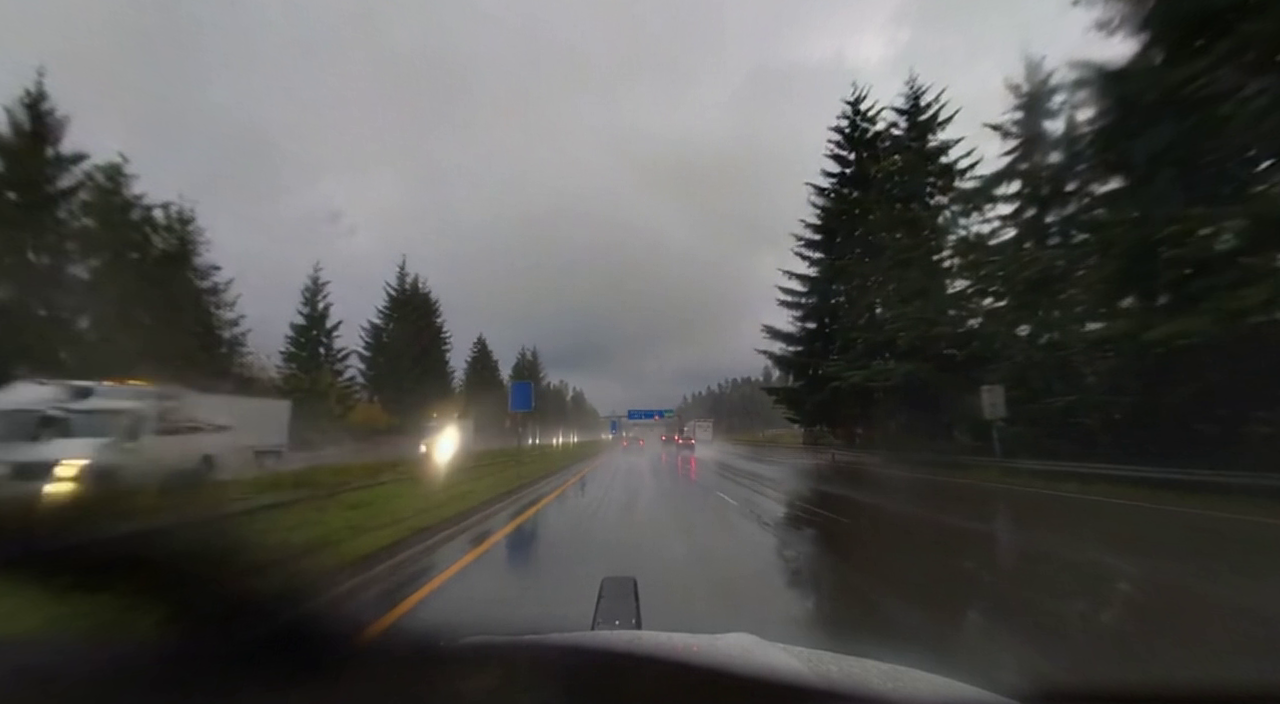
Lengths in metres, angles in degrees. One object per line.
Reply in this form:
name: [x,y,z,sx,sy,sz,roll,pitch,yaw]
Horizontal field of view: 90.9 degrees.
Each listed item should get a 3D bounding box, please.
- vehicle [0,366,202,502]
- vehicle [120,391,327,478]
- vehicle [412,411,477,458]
vehicle: [-12.740,1.706,13.033,2.205,2.451,7.175,0,-8,0]
vehicle: [-17.271,3.593,27.329,2.699,3.101,9.300,0,-8,-1]
vehicle: [-12.882,5.501,42.047,2.310,2.895,6.410,0,-8,0]
